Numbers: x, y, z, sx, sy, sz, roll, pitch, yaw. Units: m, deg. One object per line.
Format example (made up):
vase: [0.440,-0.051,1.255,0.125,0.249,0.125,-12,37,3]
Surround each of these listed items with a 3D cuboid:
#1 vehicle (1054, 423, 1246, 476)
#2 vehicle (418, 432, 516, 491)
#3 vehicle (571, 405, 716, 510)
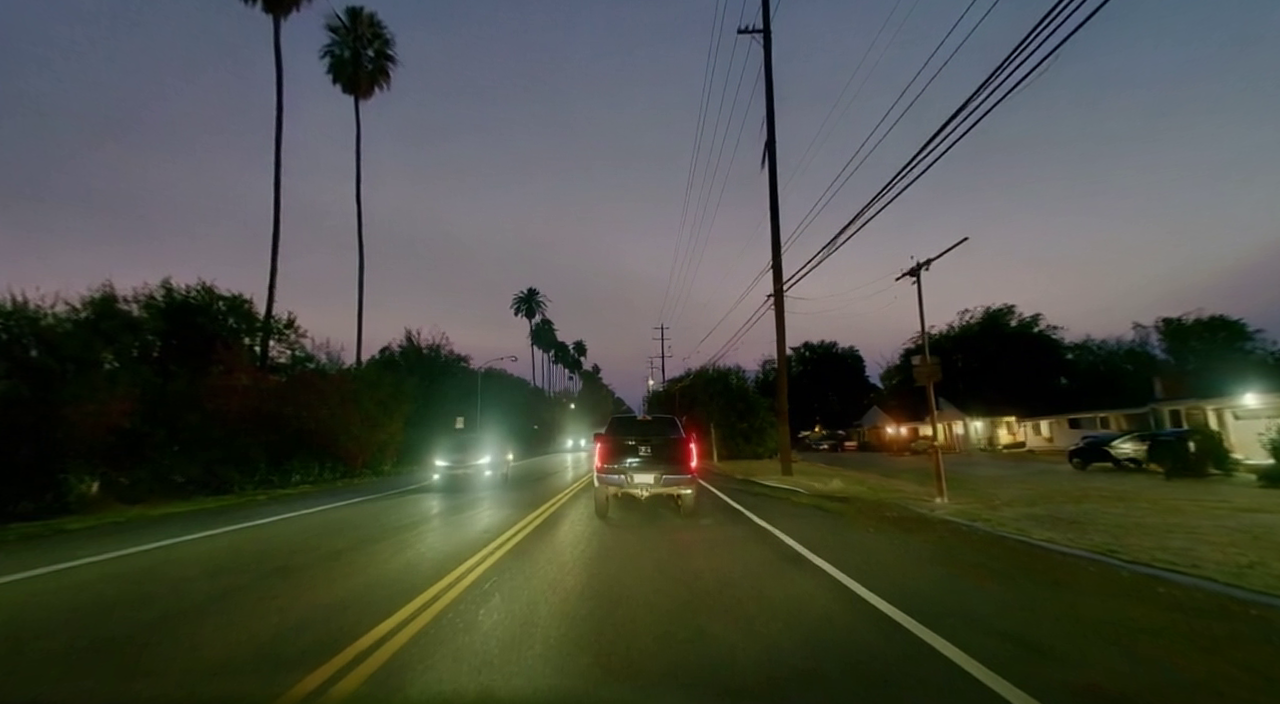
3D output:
vehicle: [20.314,3.950,25.740,2.277,1.836,6.267,0,-9,-4]
vehicle: [-5.499,3.527,20.717,2.140,1.706,4.229,0,-8,-2]
vehicle: [-0.011,2.500,15.415,2.848,2.047,5.885,0,-8,-2]
